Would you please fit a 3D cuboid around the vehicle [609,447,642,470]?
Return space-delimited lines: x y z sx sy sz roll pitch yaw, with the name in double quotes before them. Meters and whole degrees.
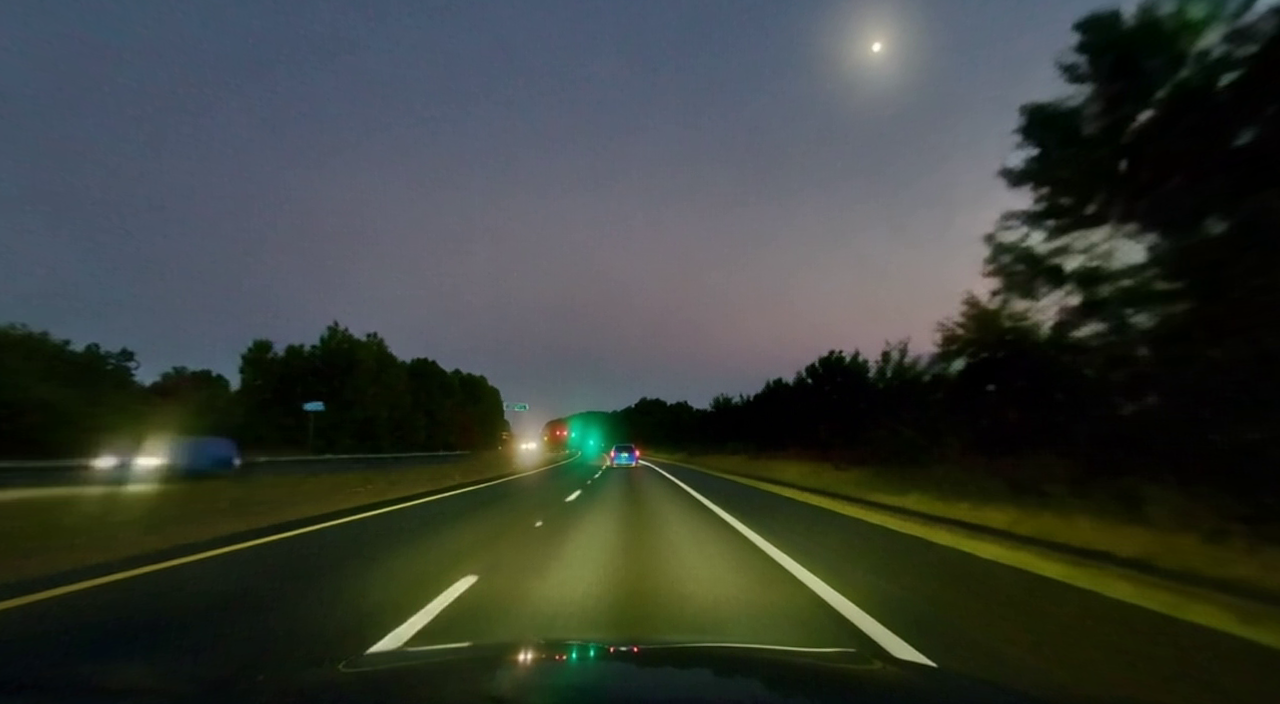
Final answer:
"vehicle" -1.008 7.187 42.684 2.126 1.411 4.433 0 -9 -1
